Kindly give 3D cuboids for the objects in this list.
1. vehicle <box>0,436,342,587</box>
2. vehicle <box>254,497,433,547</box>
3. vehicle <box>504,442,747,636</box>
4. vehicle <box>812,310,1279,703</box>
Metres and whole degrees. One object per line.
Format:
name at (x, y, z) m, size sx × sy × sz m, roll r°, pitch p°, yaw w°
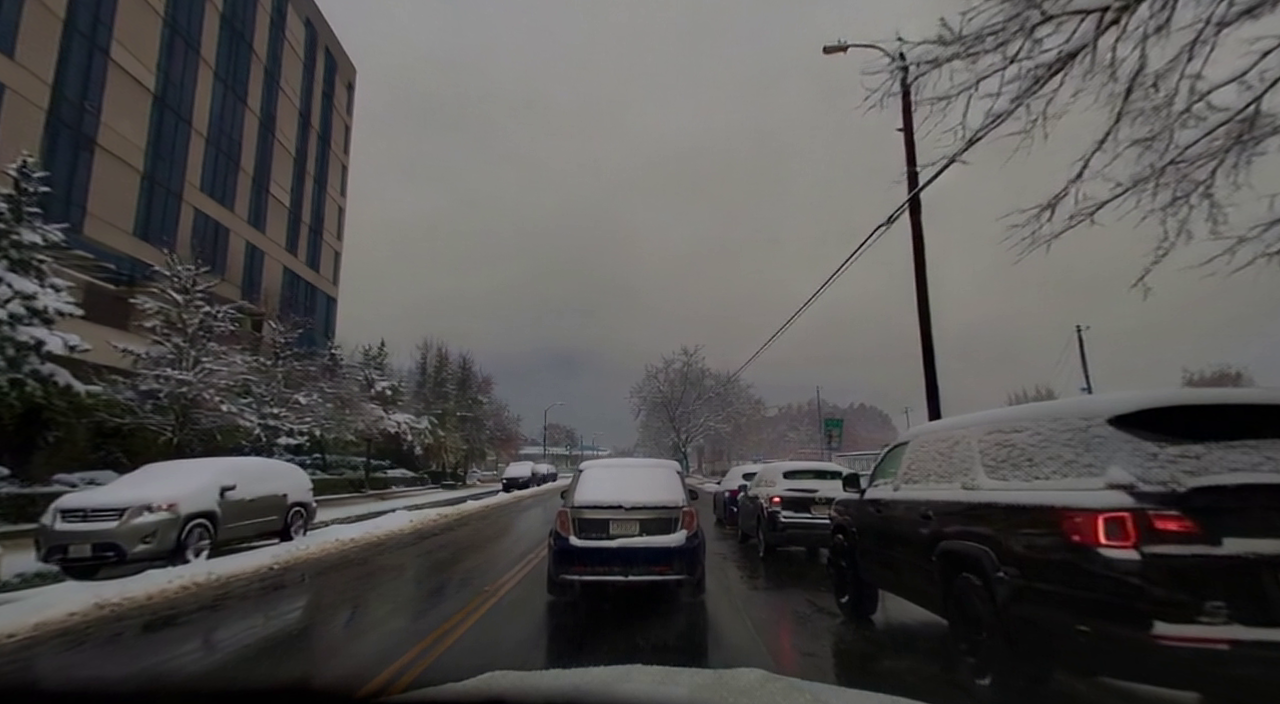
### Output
vehicle at (-6.807, 2.420, 9.961) m, size 1.994 × 1.701 × 4.520 m, roll -3°, pitch -12°, yaw -1°
vehicle at (-7.033, 4.142, 15.626) m, size 2.223 × 0.774 × 4.789 m, roll 1°, pitch -10°, yaw -1°
vehicle at (-0.109, 1.907, 7.163) m, size 2.018 × 1.583 × 3.646 m, roll 1°, pitch -10°, yaw 0°
vehicle at (2.728, 1.216, 4.246) m, size 1.868 × 1.920 × 4.501 m, roll 1°, pitch -10°, yaw 0°
